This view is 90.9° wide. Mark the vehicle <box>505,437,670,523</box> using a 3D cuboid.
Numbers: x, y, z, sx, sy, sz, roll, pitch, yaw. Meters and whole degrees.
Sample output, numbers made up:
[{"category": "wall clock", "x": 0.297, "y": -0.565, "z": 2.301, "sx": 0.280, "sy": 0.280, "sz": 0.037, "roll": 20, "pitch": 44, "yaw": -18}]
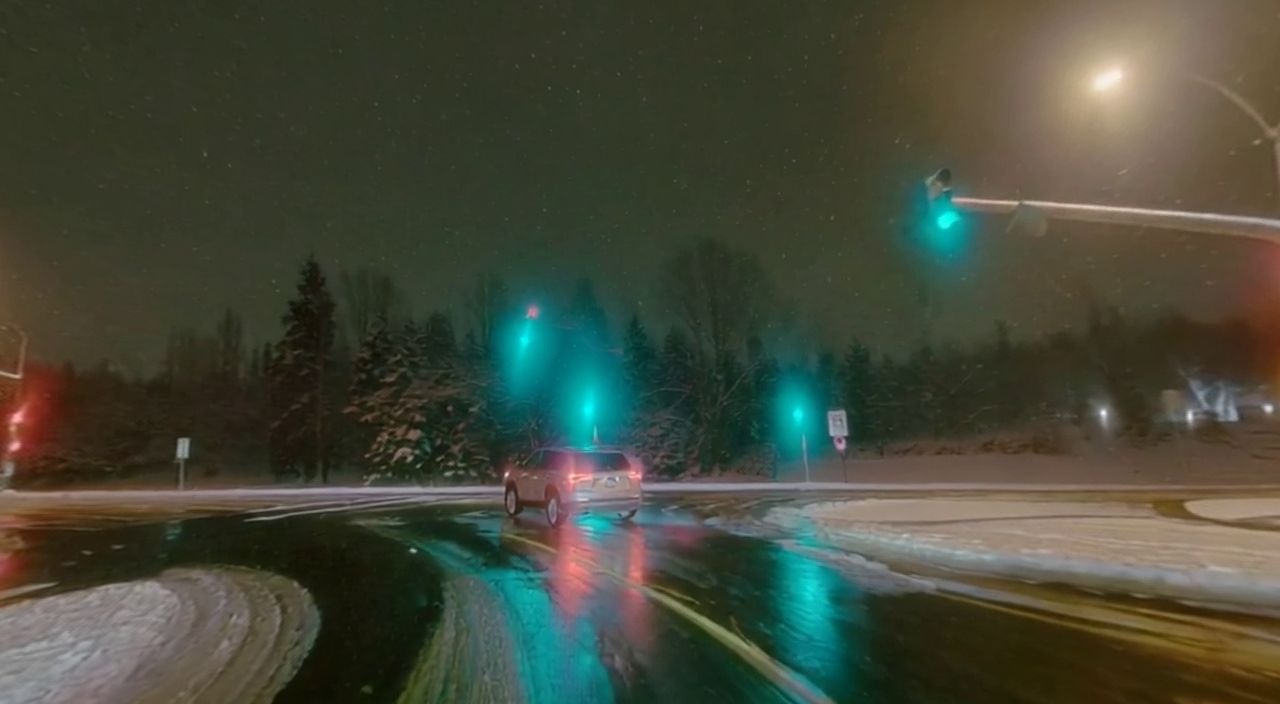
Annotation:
[{"category": "vehicle", "x": -1.355, "y": 2.813, "z": 14.489, "sx": 1.938, "sy": 1.648, "sz": 4.211, "roll": 6, "pitch": -10, "yaw": -34}]
